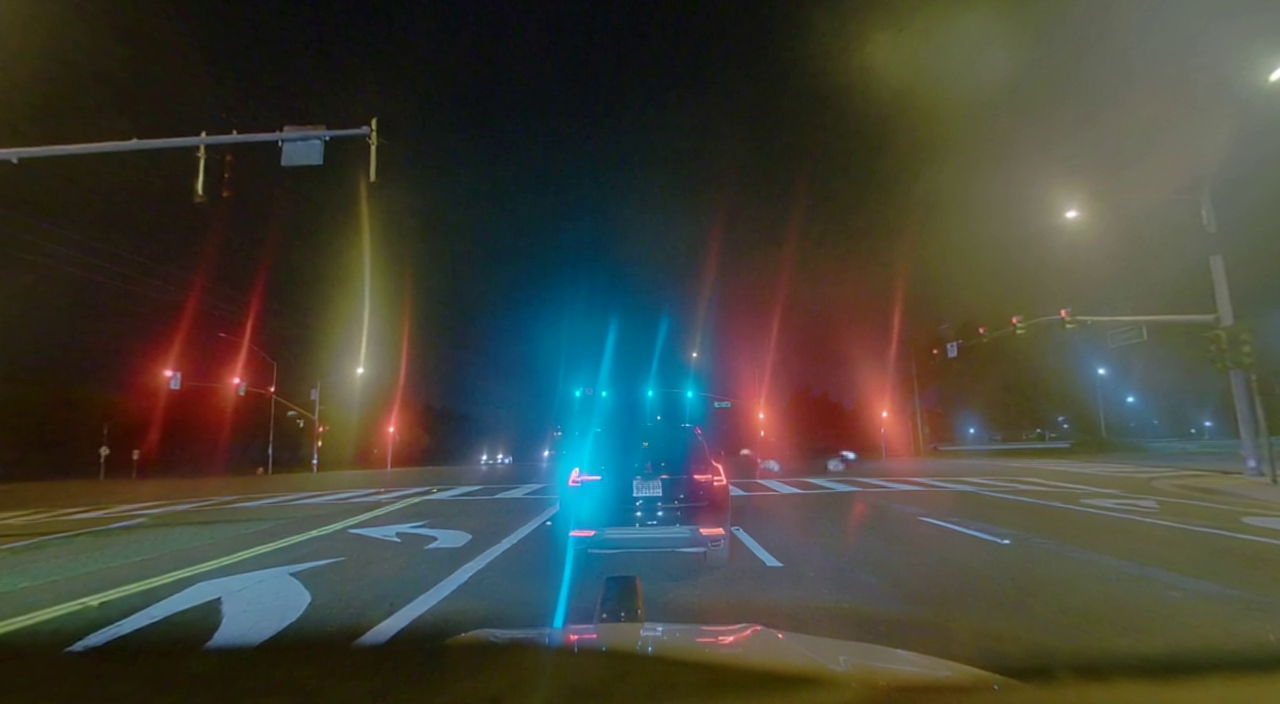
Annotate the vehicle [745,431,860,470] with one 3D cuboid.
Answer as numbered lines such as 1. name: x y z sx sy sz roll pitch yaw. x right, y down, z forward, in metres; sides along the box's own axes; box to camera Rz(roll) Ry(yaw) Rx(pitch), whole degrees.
1. vehicle: 8.117 4.967 31.964 5.247 1.889 2.050 0 -9 1

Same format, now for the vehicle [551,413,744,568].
1. vehicle: 0.039 1.757 8.711 2.027 1.626 3.942 0 -8 -1
